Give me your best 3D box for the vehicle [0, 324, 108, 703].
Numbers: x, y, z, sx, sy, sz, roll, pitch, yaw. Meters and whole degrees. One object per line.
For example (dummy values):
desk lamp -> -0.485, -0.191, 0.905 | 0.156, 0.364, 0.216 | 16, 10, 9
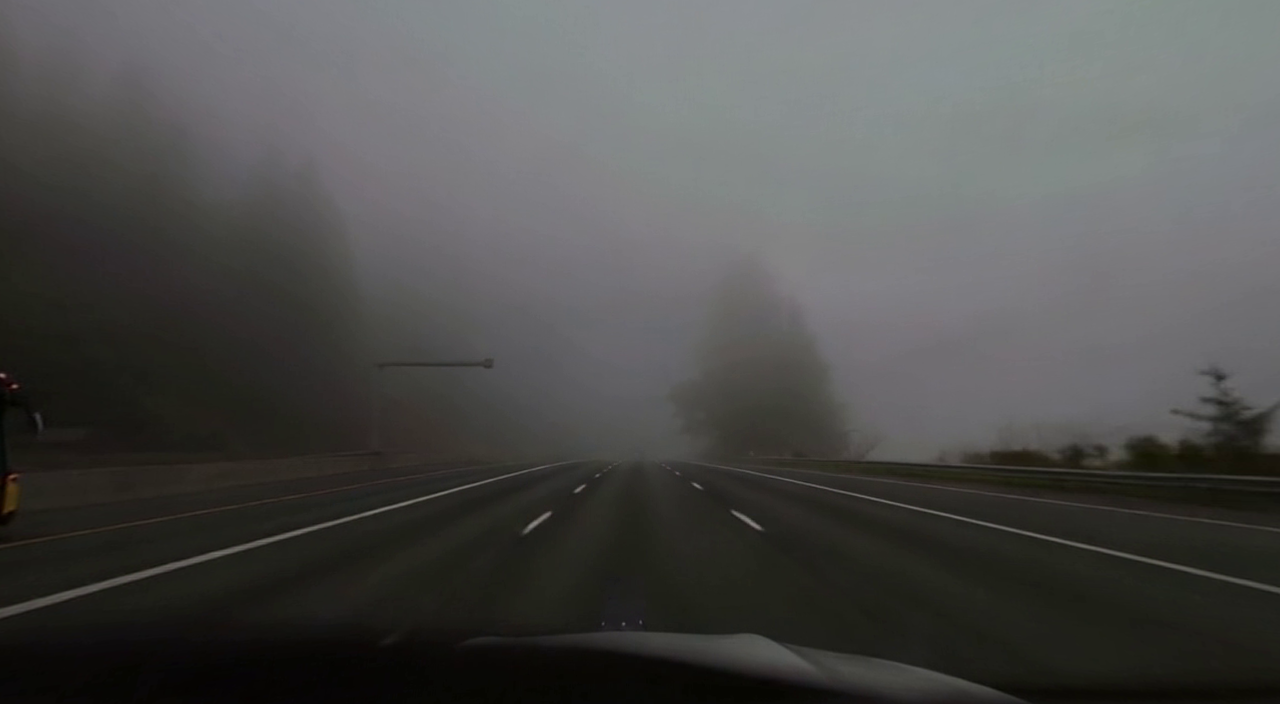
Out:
vehicle -> -4.349, 0.559, 1.141 | 2.127, 1.985, 5.205 | 0, -8, 1
